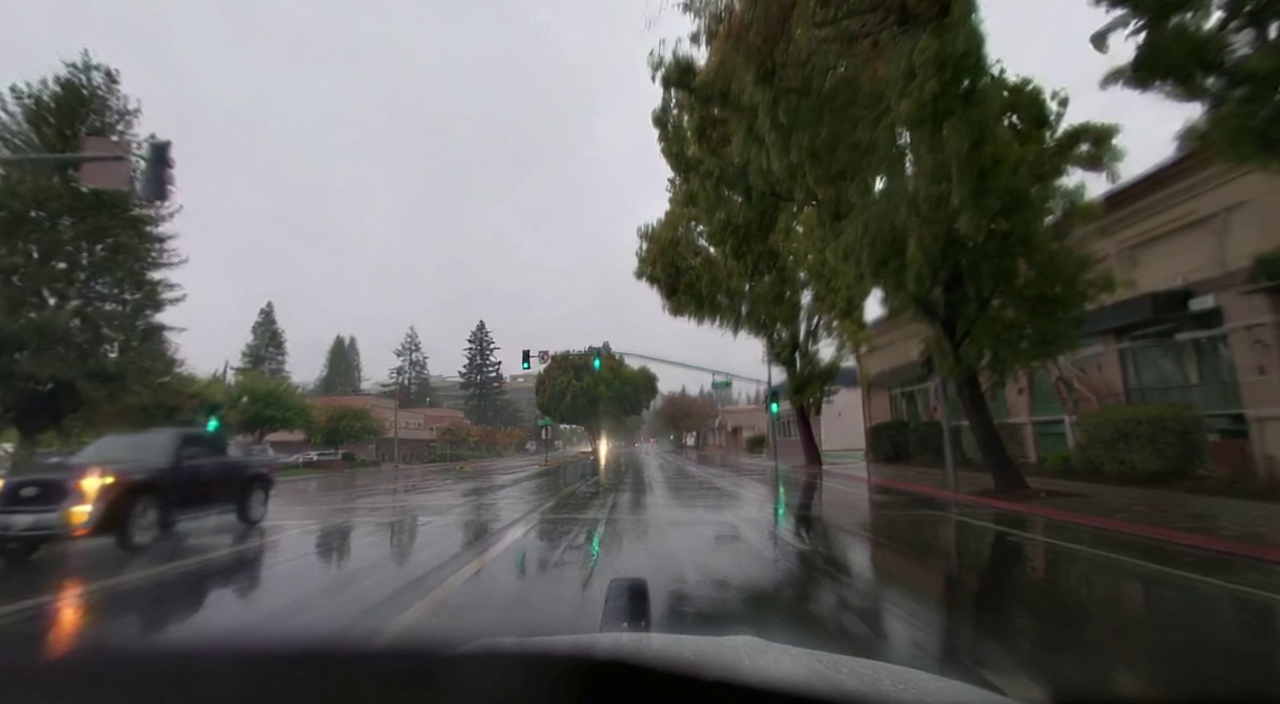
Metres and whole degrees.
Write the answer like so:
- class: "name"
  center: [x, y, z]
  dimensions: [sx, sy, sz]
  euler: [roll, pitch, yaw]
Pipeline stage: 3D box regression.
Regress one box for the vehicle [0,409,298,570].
- class: "vehicle"
  center: [-7.270, 1.827, 9.146]
  dimensions: [2.047, 1.734, 4.429]
  euler: [0, -8, 1]
